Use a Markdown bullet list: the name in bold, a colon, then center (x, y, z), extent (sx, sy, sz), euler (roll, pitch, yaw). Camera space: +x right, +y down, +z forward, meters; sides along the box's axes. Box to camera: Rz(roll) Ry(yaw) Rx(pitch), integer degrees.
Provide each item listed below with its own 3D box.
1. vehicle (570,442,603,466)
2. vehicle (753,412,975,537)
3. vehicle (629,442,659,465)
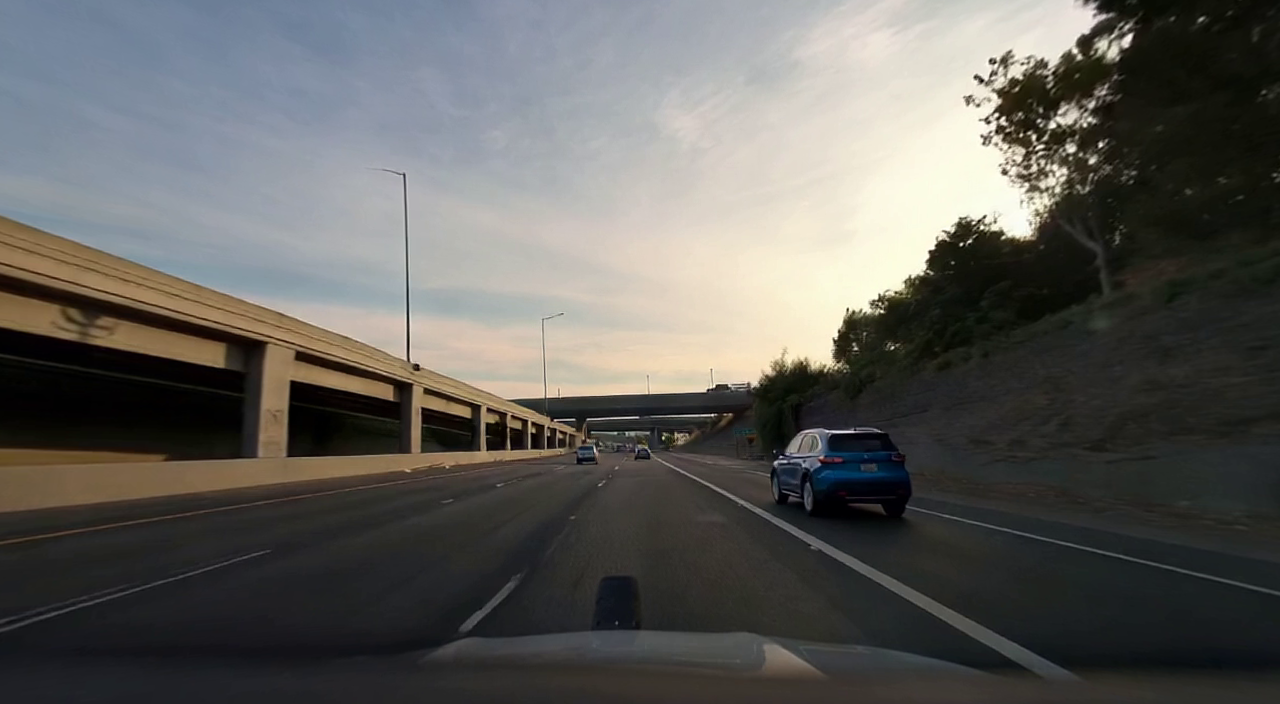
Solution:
- **vehicle**: center (-3.780, 7.292, 45.268), extent (2.000, 1.646, 4.201), euler (0, -8, -1)
- **vehicle**: center (3.803, 2.186, 11.927), extent (2.288, 1.841, 4.779), euler (0, -8, -2)
- **vehicle**: center (0.248, 7.655, 47.691), extent (2.132, 1.657, 3.967), euler (0, -8, -2)
